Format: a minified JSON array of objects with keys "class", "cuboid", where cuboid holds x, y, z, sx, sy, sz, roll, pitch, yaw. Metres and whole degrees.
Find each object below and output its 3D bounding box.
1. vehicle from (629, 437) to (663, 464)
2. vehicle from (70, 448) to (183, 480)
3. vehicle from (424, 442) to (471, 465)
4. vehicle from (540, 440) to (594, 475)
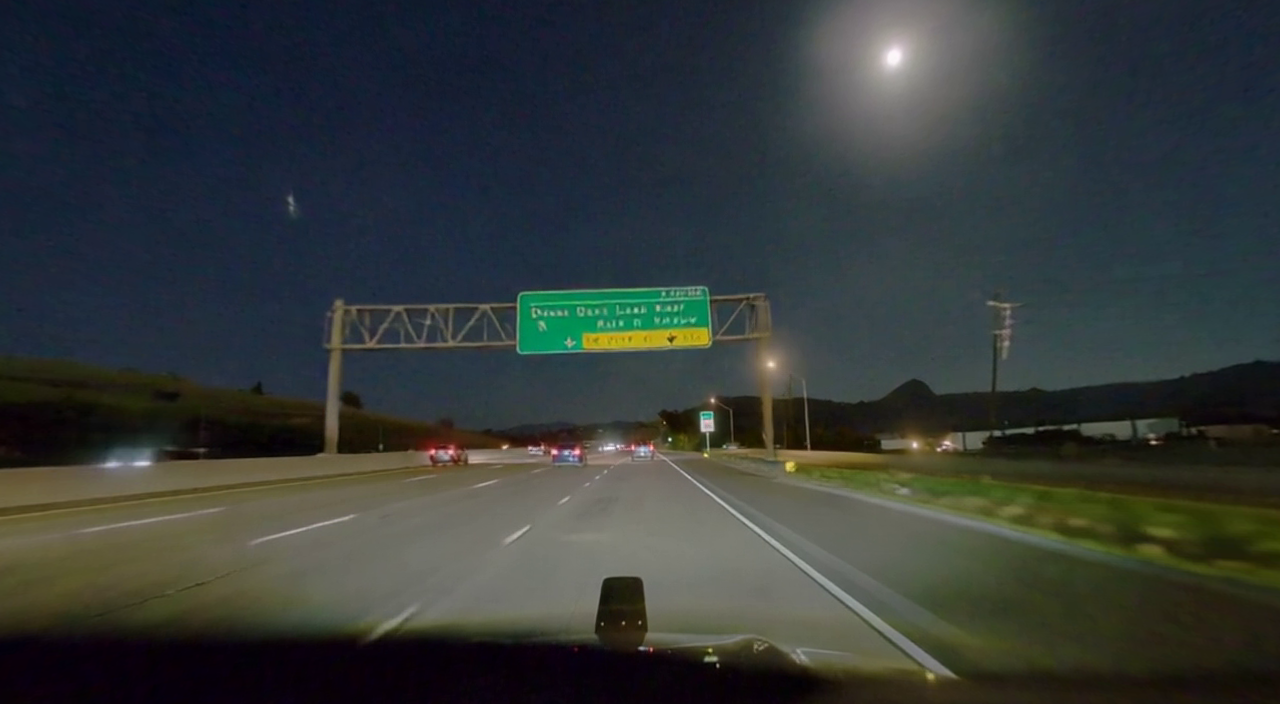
[{"class":"vehicle","cuboid":[0.389,6.821,43.728,2.194,1.737,4.127,0,-8,0]},{"class":"vehicle","cuboid":[-28.071,6.122,34.738,1.976,1.549,5.017,0,-8,1]},{"class":"vehicle","cuboid":[-14.277,7.505,46.993,2.047,1.608,4.257,0,-8,1]},{"class":"vehicle","cuboid":[-3.392,5.013,30.252,1.967,1.517,4.808,0,-8,1]}]
